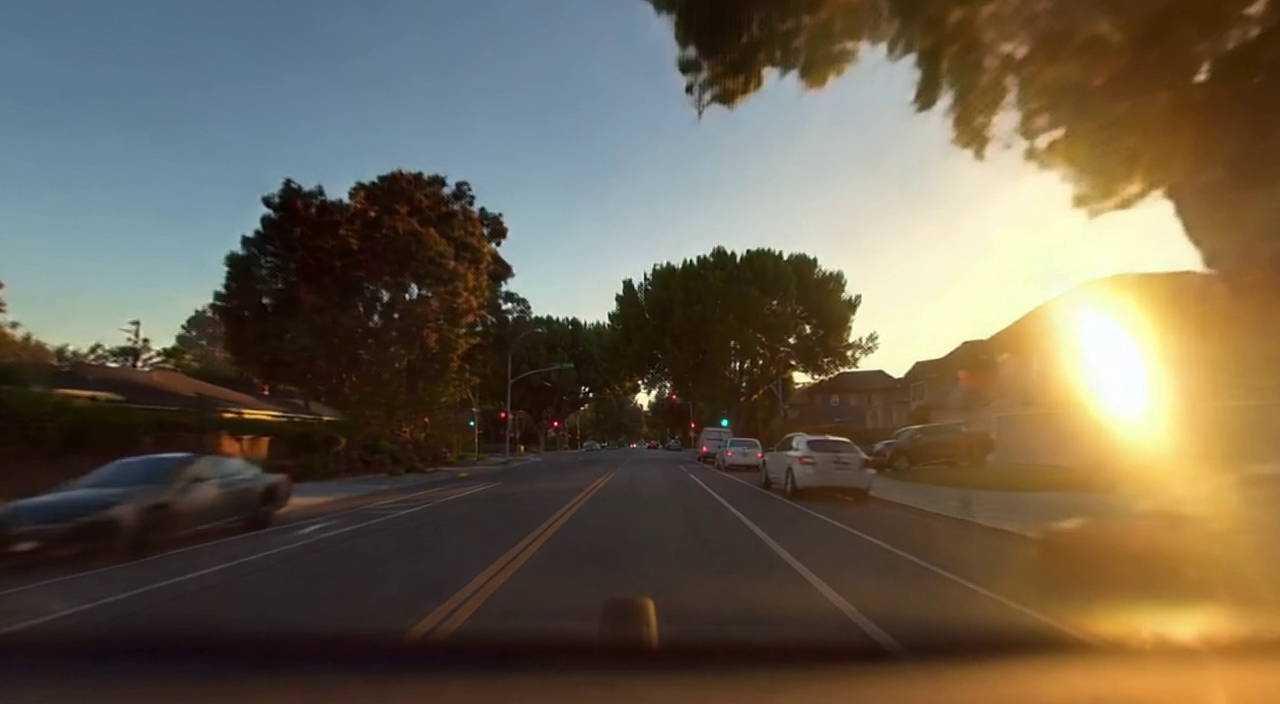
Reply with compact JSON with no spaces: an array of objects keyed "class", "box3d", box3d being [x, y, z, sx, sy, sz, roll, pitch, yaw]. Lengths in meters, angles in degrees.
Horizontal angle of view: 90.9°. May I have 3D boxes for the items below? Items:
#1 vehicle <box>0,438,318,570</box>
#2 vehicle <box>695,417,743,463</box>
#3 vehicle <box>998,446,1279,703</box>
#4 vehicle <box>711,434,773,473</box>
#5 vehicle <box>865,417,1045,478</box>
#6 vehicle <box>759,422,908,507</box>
[{"class":"vehicle","box3d":[-7.134,2.091,9.552,2.041,1.489,4.439,-1,-8,2]},{"class":"vehicle","box3d":[5.089,5.776,41.298,2.398,2.806,4.857,0,-8,-1]},{"class":"vehicle","box3d":[4.478,1.262,3.647,2.070,1.411,4.635,0,-8,0]},{"class":"vehicle","box3d":[4.852,4.899,30.694,2.202,1.712,4.813,0,-8,0]},{"class":"vehicle","box3d":[10.642,3.286,21.636,4.938,1.950,2.155,0,-8,1]},{"class":"vehicle","box3d":[4.673,2.811,16.199,2.279,1.829,4.859,0,-8,0]}]
